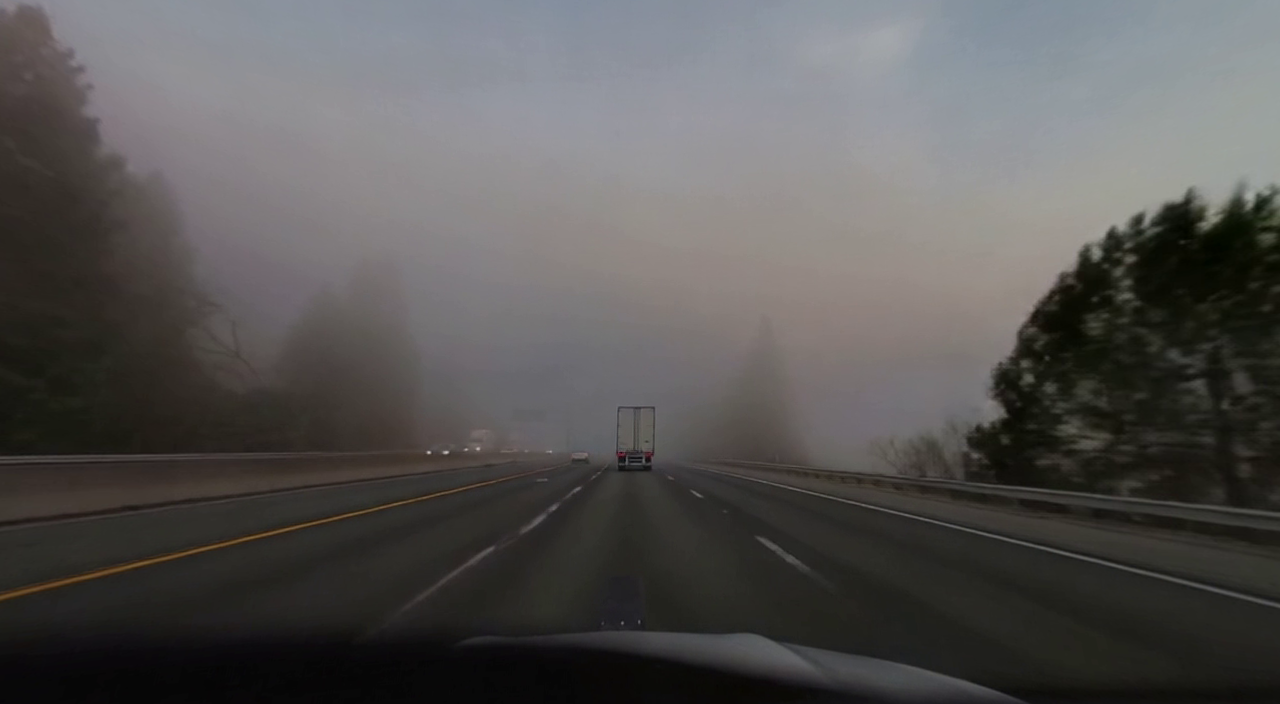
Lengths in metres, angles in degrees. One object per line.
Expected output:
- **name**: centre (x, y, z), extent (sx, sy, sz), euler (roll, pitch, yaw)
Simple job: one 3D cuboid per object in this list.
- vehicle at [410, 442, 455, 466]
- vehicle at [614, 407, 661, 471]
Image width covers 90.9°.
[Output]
- **vehicle**: centre (-13.773, 6.808, 42.009), extent (1.770, 1.469, 3.967), euler (0, -9, -2)
- **vehicle**: centre (-0.304, 6.308, 44.994), extent (2.962, 3.953, 10.696), euler (0, -9, -1)
